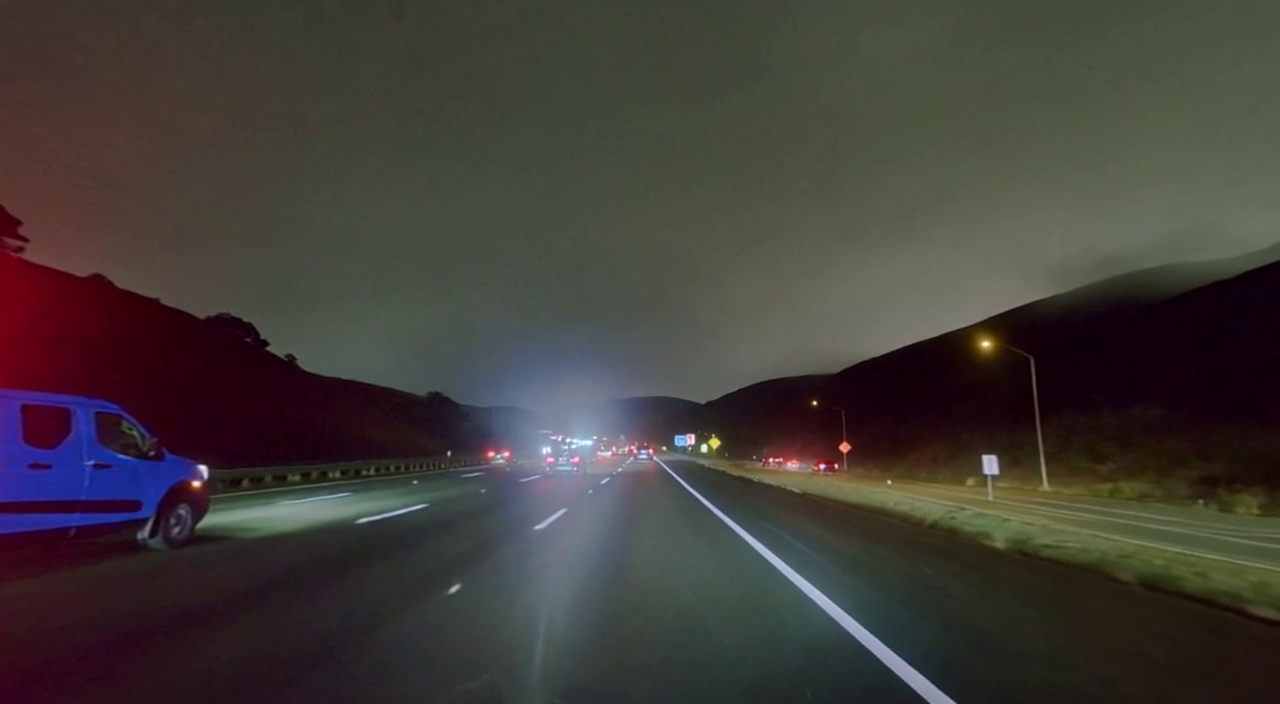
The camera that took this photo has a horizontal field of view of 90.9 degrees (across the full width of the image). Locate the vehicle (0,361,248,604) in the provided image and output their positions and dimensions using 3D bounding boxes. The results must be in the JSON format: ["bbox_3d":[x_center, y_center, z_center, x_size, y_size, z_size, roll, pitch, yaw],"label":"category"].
[{"bbox_3d":[-6.904,1.256,6.169,2.437,2.135,5.643,0,-9,1],"label":"vehicle"}]

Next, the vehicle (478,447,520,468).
[{"bbox_3d":[-10.528,7.914,47.328,1.945,1.466,4.947,0,-9,1],"label":"vehicle"}]

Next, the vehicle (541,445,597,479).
[{"bbox_3d":[-3.354,5.318,30.693,2.080,1.505,4.649,0,-9,1],"label":"vehicle"}]
